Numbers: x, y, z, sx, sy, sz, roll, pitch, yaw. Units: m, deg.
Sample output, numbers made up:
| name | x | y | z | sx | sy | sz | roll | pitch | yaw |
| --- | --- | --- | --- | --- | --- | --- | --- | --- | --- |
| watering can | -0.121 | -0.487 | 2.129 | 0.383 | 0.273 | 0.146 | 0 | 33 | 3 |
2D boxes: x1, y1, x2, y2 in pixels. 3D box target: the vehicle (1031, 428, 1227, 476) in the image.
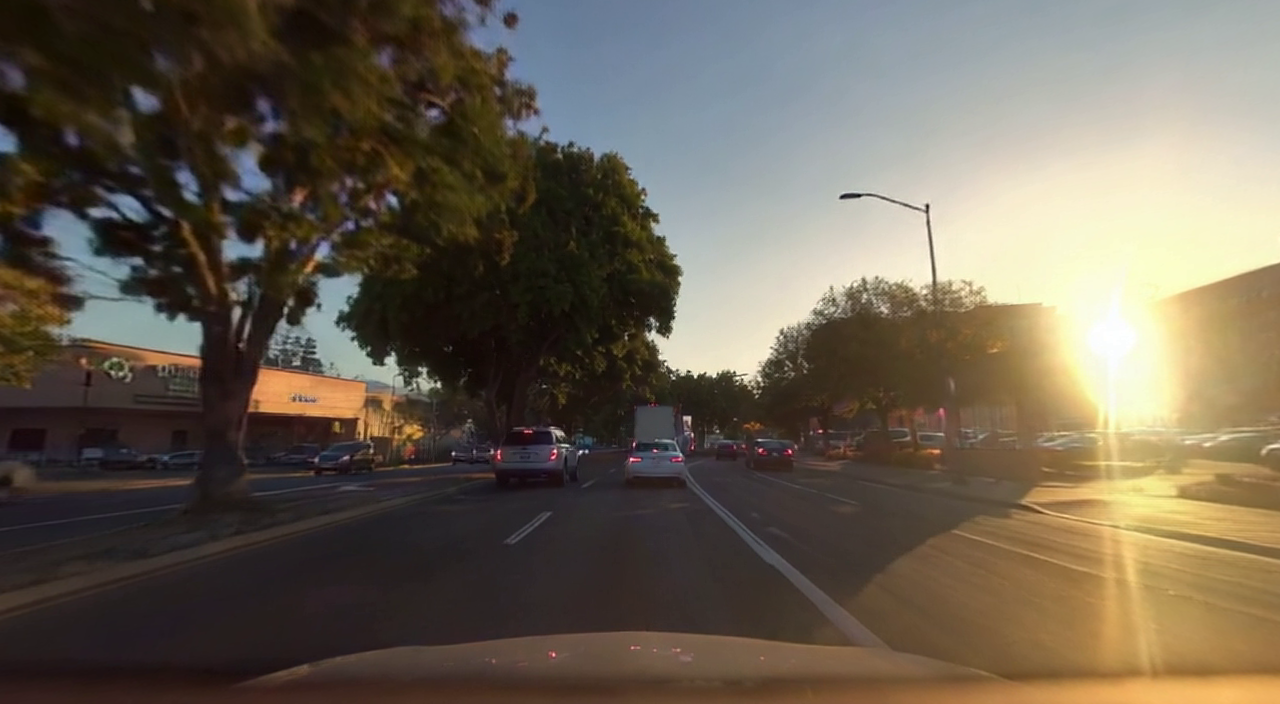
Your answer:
| name | x | y | z | sx | sy | sz | roll | pitch | yaw |
| --- | --- | --- | --- | --- | --- | --- | --- | --- | --- |
| vehicle | 15.555 | 3.197 | 20.250 | 4.756 | 1.422 | 1.831 | 0 | -8 | 0 |

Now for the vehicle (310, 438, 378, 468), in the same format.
| name | x | y | z | sx | sy | sz | roll | pitch | yaw |
| --- | --- | --- | --- | --- | --- | --- | --- | --- | --- |
| vehicle | -18.782 | 6.408 | 40.238 | 2.141 | 1.820 | 4.690 | 0 | -8 | -1 |

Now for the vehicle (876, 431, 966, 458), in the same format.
| name | x | y | z | sx | sy | sz | roll | pitch | yaw |
| --- | --- | --- | --- | --- | --- | --- | --- | --- | --- |
| vehicle | 16.332 | 5.382 | 36.757 | 4.323 | 1.496 | 1.937 | 0 | -8 | 0 |

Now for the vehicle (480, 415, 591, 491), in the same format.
| name | x | y | z | sx | sy | sz | roll | pitch | yaw |
| --- | --- | --- | --- | --- | --- | --- | --- | --- | --- |
| vehicle | -2.906 | 2.980 | 18.903 | 2.289 | 1.935 | 5.227 | 0 | -8 | 2 |

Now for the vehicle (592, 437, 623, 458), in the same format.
| name | x | y | z | sx | sy | sz | roll | pitch | yaw |
| --- | --- | --- | --- | --- | --- | --- | --- | --- | --- |
| vehicle | -2.373 | 7.057 | 46.576 | 1.902 | 1.522 | 3.523 | -1 | -8 | 3 |

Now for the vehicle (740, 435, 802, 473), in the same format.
| name | x | y | z | sx | sy | sz | roll | pitch | yaw |
| --- | --- | --- | --- | --- | --- | --- | --- | --- | --- |
| vehicle | 5.653 | 4.444 | 27.719 | 1.900 | 1.507 | 4.151 | 0 | -8 | 1 |

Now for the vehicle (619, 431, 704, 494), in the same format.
| name | x | y | z | sx | sy | sz | roll | pitch | yaw |
| --- | --- | --- | --- | --- | --- | --- | --- | --- | --- |
| vehicle | 0.540 | 2.985 | 17.358 | 2.061 | 1.494 | 4.079 | 0 | -8 | 1 |
